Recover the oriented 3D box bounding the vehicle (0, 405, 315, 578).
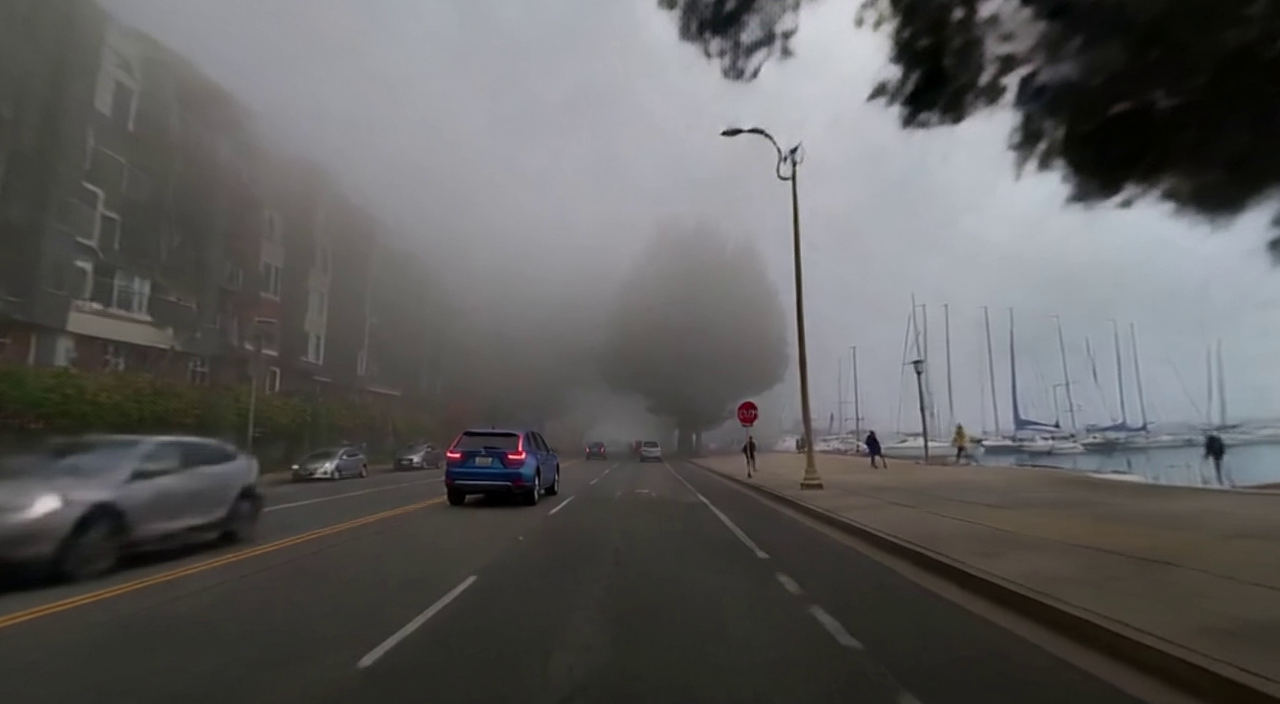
[{"bbox_3d":[-6.660,1.736,8.678,1.987,1.751,4.308,0,-8,1],"label":"vehicle"}]

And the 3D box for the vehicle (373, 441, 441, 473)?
[{"bbox_3d":[-13.337,6.015,36.415,2.117,1.703,4.373,0,-8,2],"label":"vehicle"}]

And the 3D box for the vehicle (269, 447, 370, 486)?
[{"bbox_3d":[-13.472,4.790,26.844,1.871,1.463,4.555,0,-8,1],"label":"vehicle"}]

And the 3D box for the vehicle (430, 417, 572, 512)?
[{"bbox_3d":[-2.923,2.497,14.531,2.082,1.817,4.724,0,-8,1],"label":"vehicle"}]

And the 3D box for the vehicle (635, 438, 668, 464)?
[{"bbox_3d":[0.767,6.543,41.753,2.057,1.624,3.726,0,-8,1],"label":"vehicle"}]

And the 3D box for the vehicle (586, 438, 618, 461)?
[{"bbox_3d":[-2.844,7.369,47.797,2.056,1.680,4.205,0,-8,2],"label":"vehicle"}]
